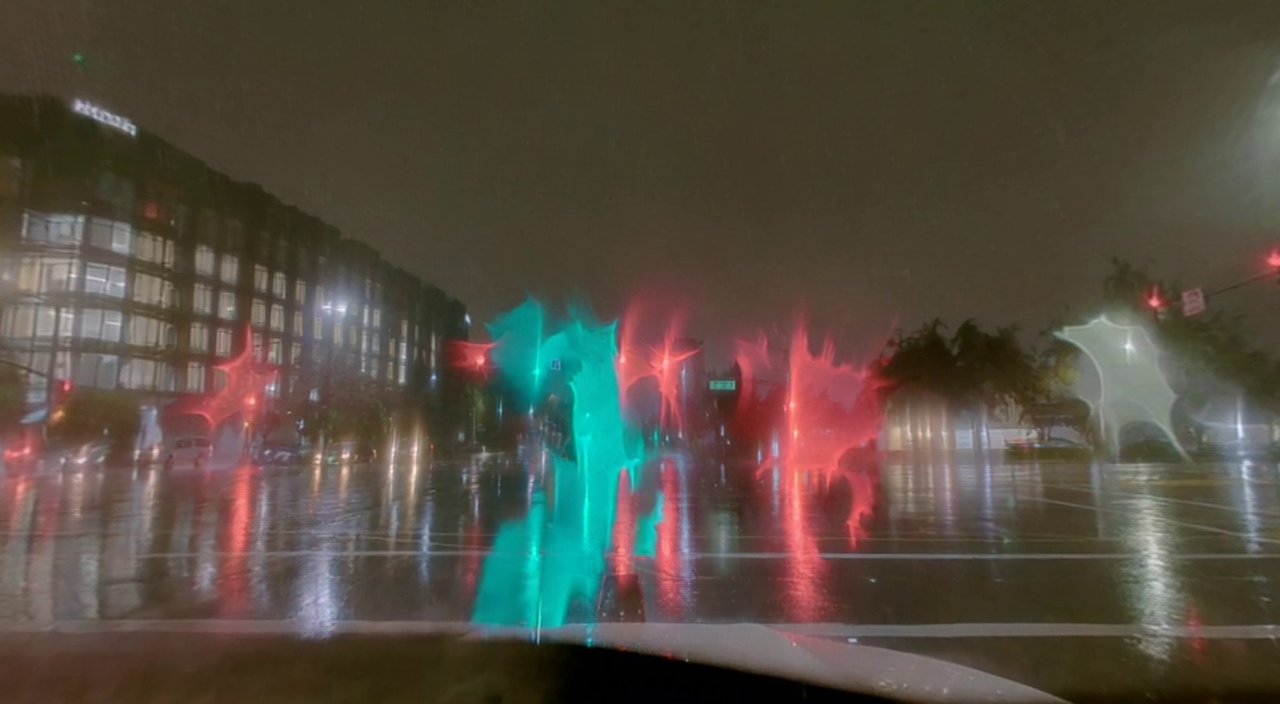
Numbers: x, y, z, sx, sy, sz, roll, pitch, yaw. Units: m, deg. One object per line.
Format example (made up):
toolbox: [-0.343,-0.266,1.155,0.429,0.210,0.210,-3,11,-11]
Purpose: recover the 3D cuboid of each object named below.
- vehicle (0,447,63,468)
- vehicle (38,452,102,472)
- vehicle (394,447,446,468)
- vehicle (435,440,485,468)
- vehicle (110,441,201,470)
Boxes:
vehicle: [-45.258,7.765,46.593,1.858,1.467,3.624,0,-8,0]
vehicle: [-41.594,8.015,46.202,1.552,1.339,3.340,-2,-9,0]
vehicle: [-15.521,7.445,44.798,2.056,1.450,4.343,0,-8,0]
vehicle: [-11.964,6.800,42.314,2.080,1.763,4.341,0,-8,0]
vehicle: [-34.909,7.425,45.735,2.204,1.955,5.518,0,-8,0]
